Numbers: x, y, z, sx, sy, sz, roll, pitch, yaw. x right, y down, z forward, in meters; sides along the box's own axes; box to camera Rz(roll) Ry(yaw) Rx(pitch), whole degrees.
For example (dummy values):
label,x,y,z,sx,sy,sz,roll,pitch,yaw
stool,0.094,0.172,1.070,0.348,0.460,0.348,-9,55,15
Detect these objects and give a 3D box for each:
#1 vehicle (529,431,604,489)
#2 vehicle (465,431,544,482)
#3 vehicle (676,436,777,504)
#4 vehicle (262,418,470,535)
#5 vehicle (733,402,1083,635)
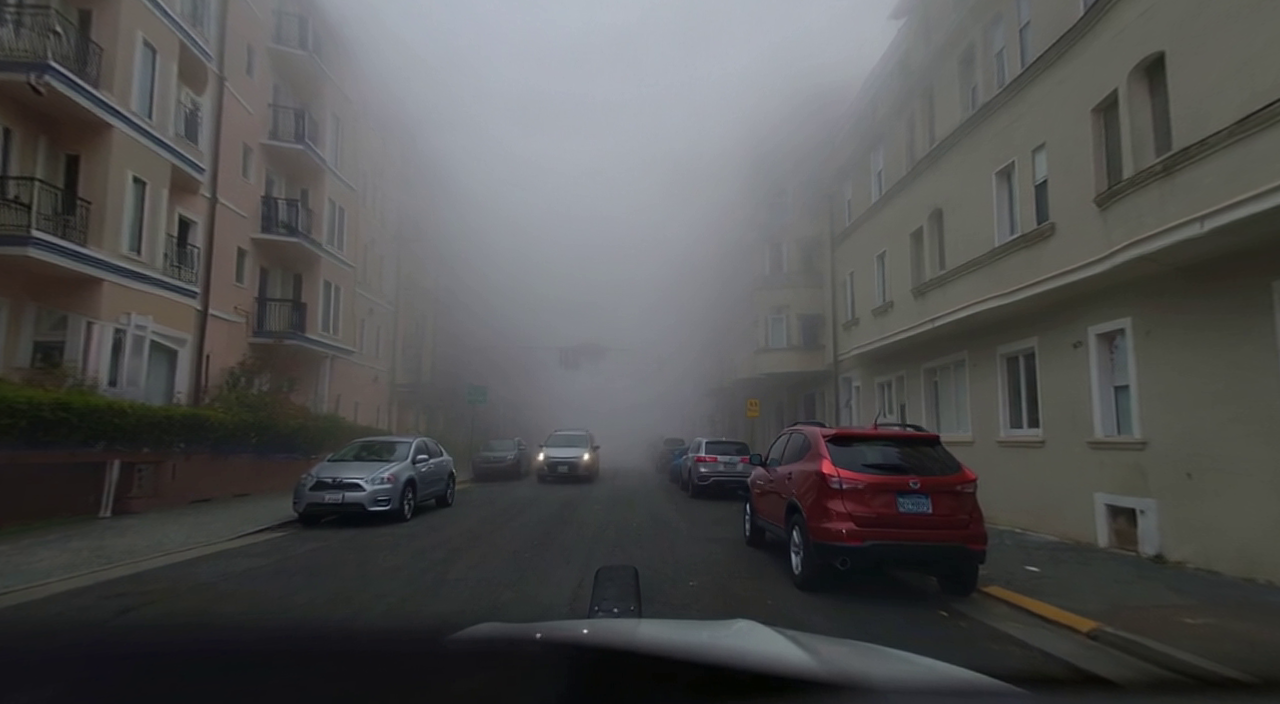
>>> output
label,x,y,z,sx,sy,sz,roll,pitch,yaw
vehicle,-2.071,3.126,18.648,1.845,1.544,3.388,0,-8,0
vehicle,-4.840,3.793,23.007,1.942,1.521,3.761,5,-9,0
vehicle,2.005,2.863,15.893,1.786,1.447,4.314,0,-8,-2
vehicle,-4.542,2.151,11.321,1.883,1.499,4.426,6,-10,-3
vehicle,2.257,1.479,6.620,1.839,1.678,3.918,0,-8,-2
